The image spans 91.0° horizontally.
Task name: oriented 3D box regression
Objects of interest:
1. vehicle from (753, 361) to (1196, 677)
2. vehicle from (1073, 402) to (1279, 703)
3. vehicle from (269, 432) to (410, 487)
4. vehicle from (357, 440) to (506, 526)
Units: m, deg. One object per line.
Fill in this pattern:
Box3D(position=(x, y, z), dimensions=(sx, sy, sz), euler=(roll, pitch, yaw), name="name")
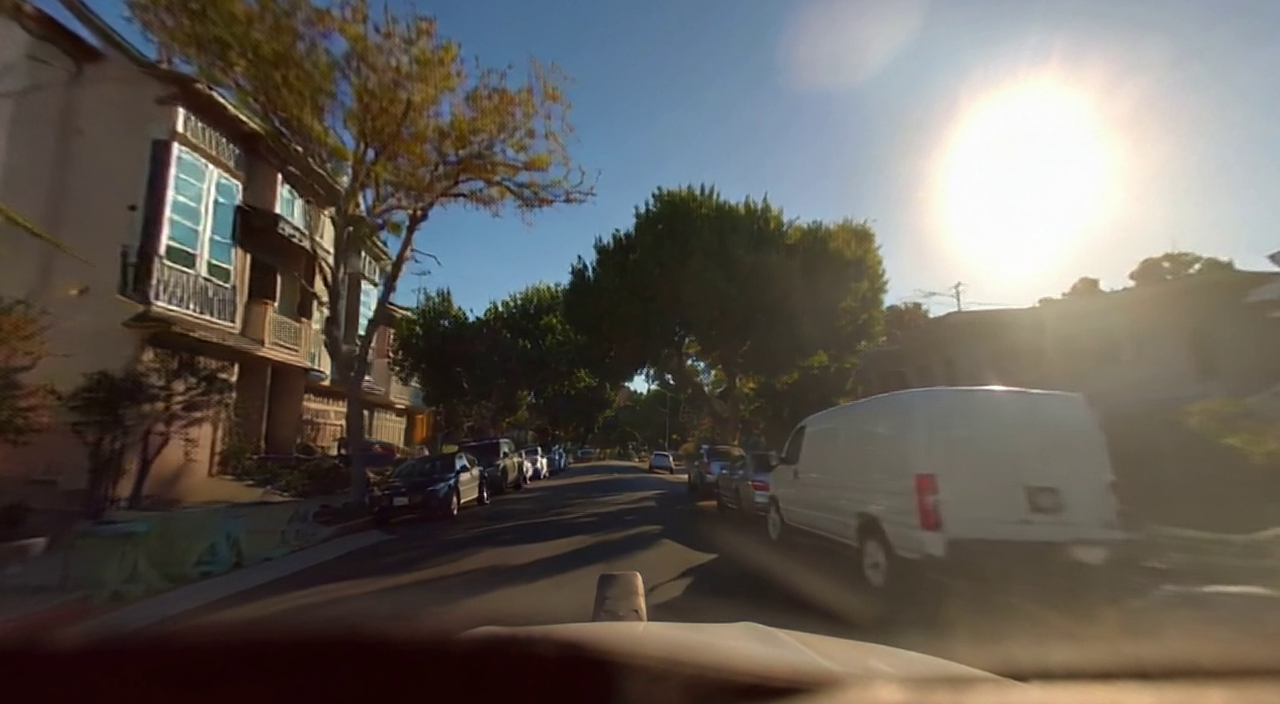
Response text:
Box3D(position=(2.769, 1.451, 6.884), dimensions=(1.993, 2.129, 4.893), euler=(-1, -7, -2), name="vehicle")
Box3D(position=(2.827, 0.663, 0.346), dimensions=(1.828, 1.442, 4.476), euler=(-1, -7, -3), name="vehicle")
Box3D(position=(-10.860, 3.885, 22.990), dimensions=(4.153, 1.550, 2.029), euler=(-2, -2, -3), name="vehicle")
Box3D(position=(-4.518, 2.867, 14.557), dimensions=(1.908, 1.493, 4.806), euler=(3, -8, -2), name="vehicle")
